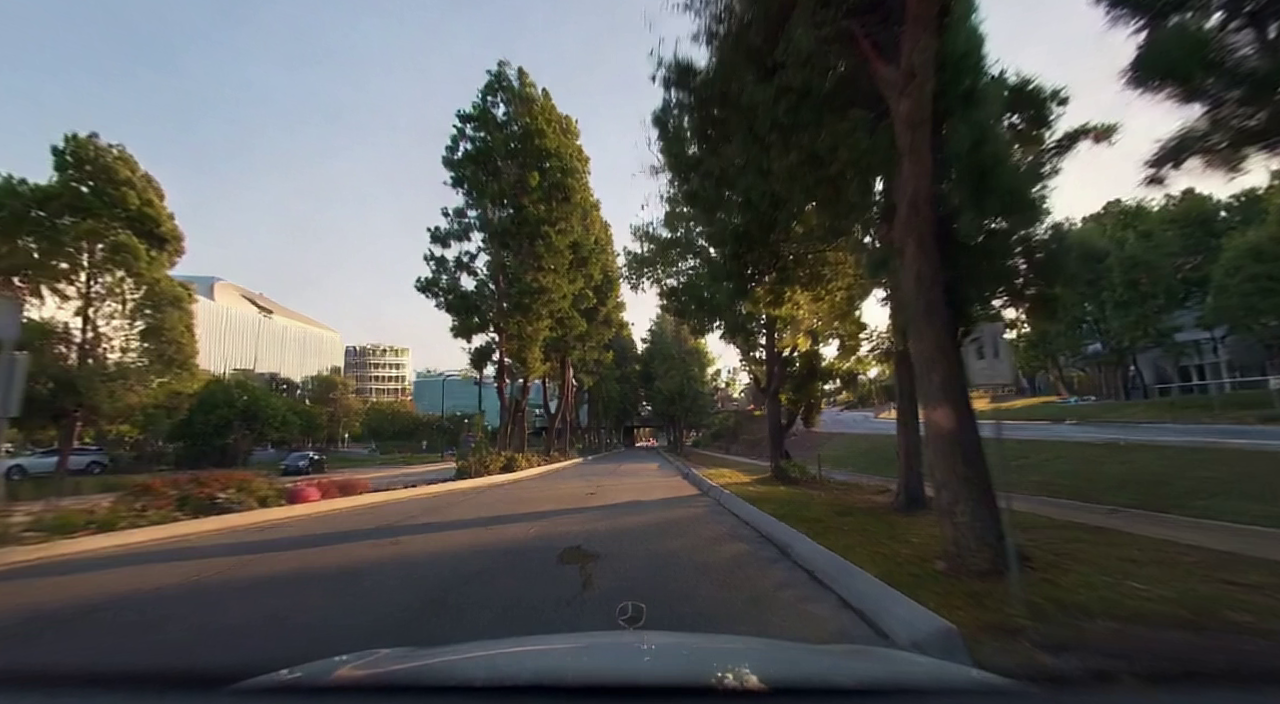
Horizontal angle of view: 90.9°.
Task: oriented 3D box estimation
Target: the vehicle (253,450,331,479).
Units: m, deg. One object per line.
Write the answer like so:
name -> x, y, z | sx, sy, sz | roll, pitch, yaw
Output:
vehicle -> -21.445, 6.929, 39.146 | 1.945, 1.481, 5.005 | -3, -8, 1

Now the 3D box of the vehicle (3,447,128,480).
vehicle -> -30.608, 5.911, 33.723 | 1.797, 1.621, 4.454 | -4, -10, 30
